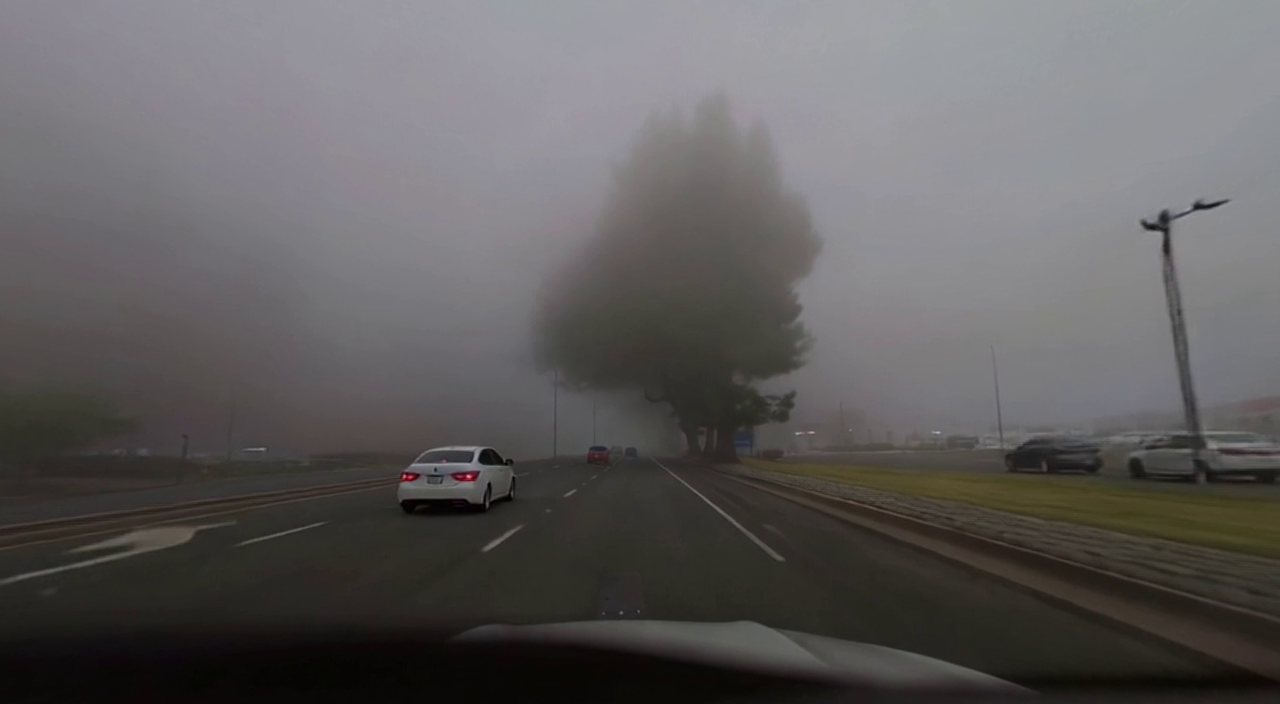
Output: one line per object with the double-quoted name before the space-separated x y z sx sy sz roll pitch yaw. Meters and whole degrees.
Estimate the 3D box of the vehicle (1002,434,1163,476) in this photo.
"vehicle" 16.266 3.810 23.427 4.429 1.459 1.967 0 -9 2

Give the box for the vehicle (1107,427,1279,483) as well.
"vehicle" 16.084 2.899 17.869 4.197 1.466 1.930 0 -9 -2

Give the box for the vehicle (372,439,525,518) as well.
"vehicle" -4.009 2.709 14.134 2.003 1.454 4.484 0 -9 0
